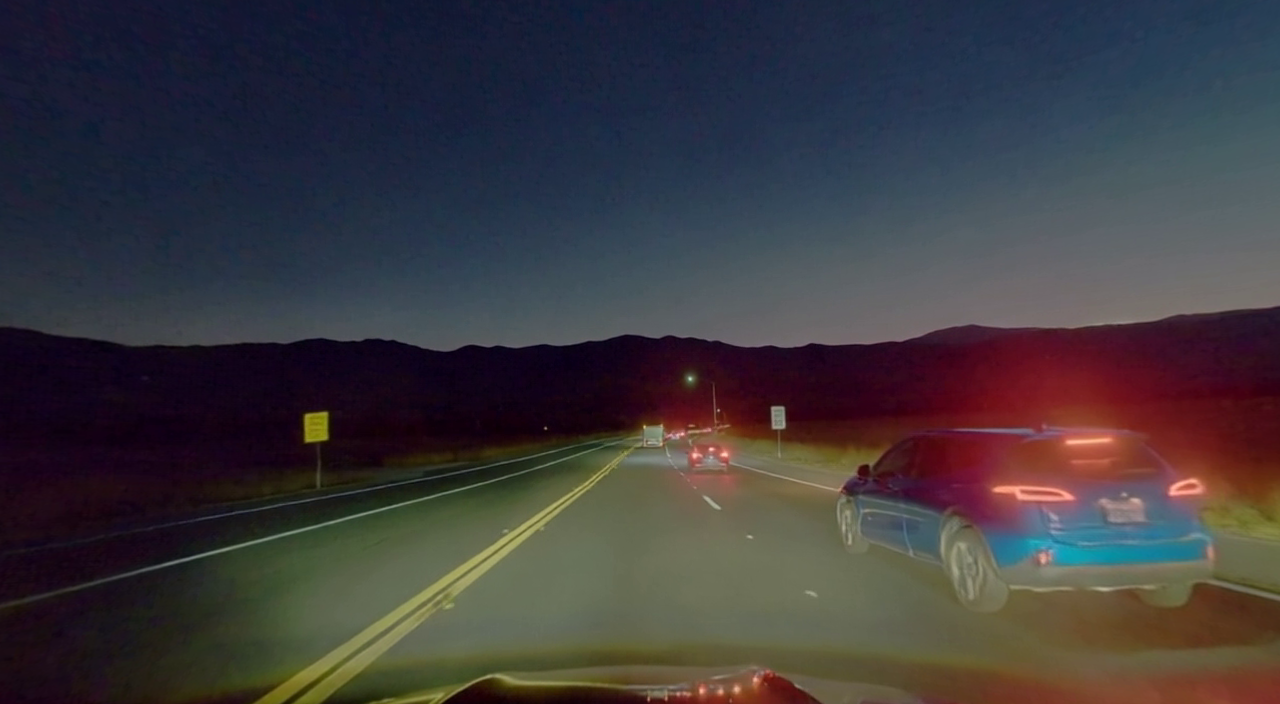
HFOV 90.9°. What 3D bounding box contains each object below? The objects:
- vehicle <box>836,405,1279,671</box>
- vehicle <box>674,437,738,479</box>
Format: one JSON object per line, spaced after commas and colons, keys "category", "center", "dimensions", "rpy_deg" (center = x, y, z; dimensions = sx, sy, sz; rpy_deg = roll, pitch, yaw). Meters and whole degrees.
{"category": "vehicle", "center": [3.434, 1.376, 5.722], "dimensions": [2.007, 1.534, 3.976], "rpy_deg": [0, -8, 0]}
{"category": "vehicle", "center": [2.564, 4.243, 25.539], "dimensions": [2.026, 1.531, 4.273], "rpy_deg": [0, -8, -2]}
